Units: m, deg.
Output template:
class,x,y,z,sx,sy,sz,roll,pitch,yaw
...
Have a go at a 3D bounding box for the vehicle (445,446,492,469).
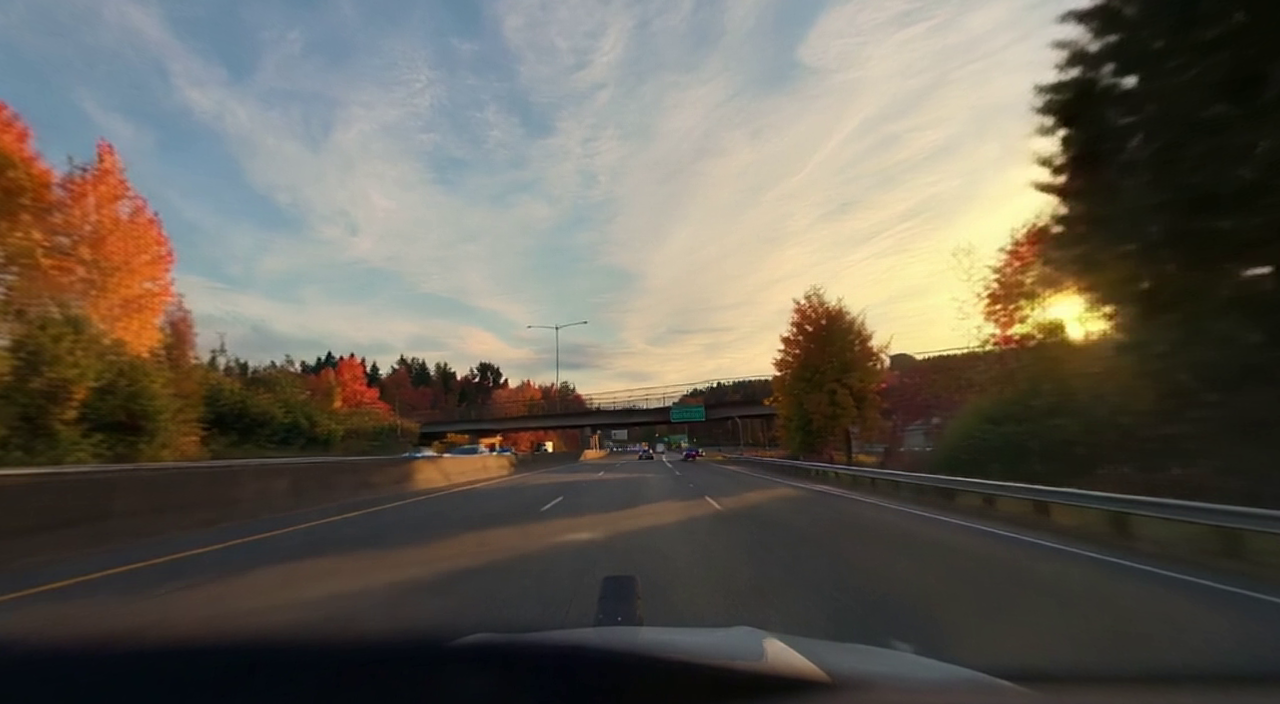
class,x,y,z,sx,sy,sz,roll,pitch,yaw
vehicle,-12.320,7.634,45.392,1.984,1.555,4.588,-1,-9,2
